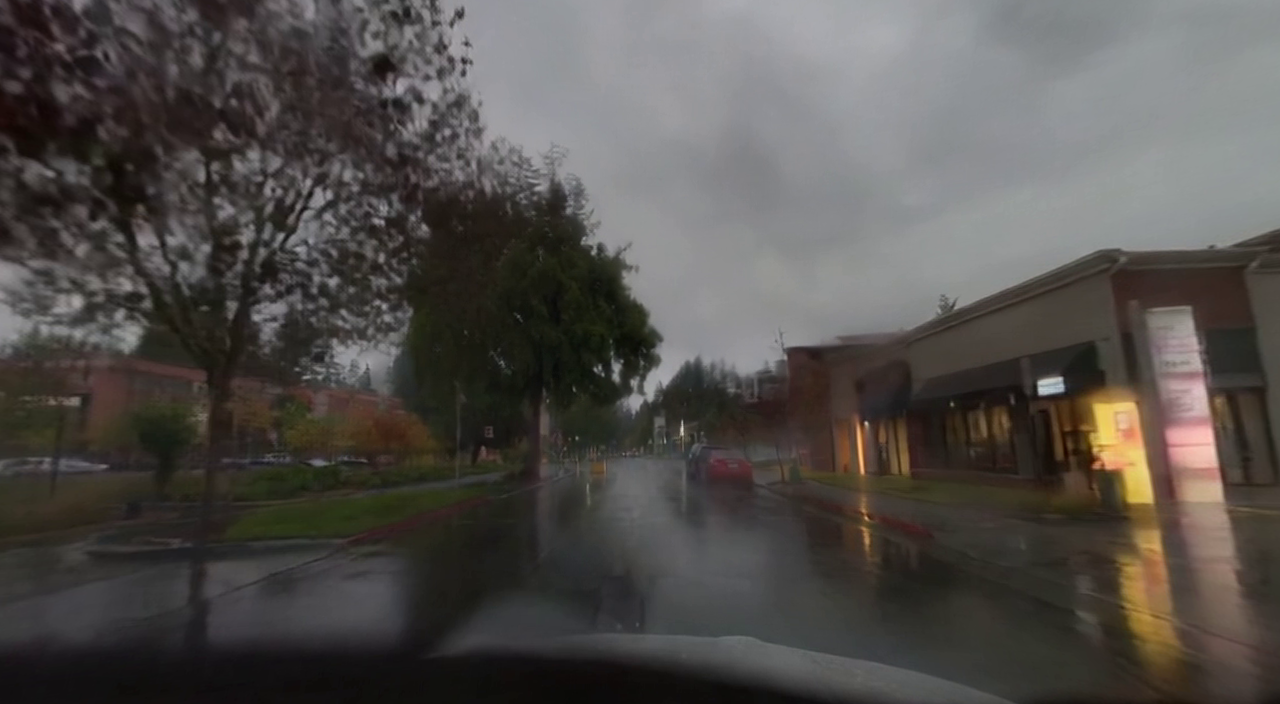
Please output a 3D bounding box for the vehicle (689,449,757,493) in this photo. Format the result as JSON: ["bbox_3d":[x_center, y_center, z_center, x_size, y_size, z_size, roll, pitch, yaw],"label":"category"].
[{"bbox_3d":[3.106,4.565,24.566,2.064,1.532,4.596,0,-9,1],"label":"vehicle"}]
